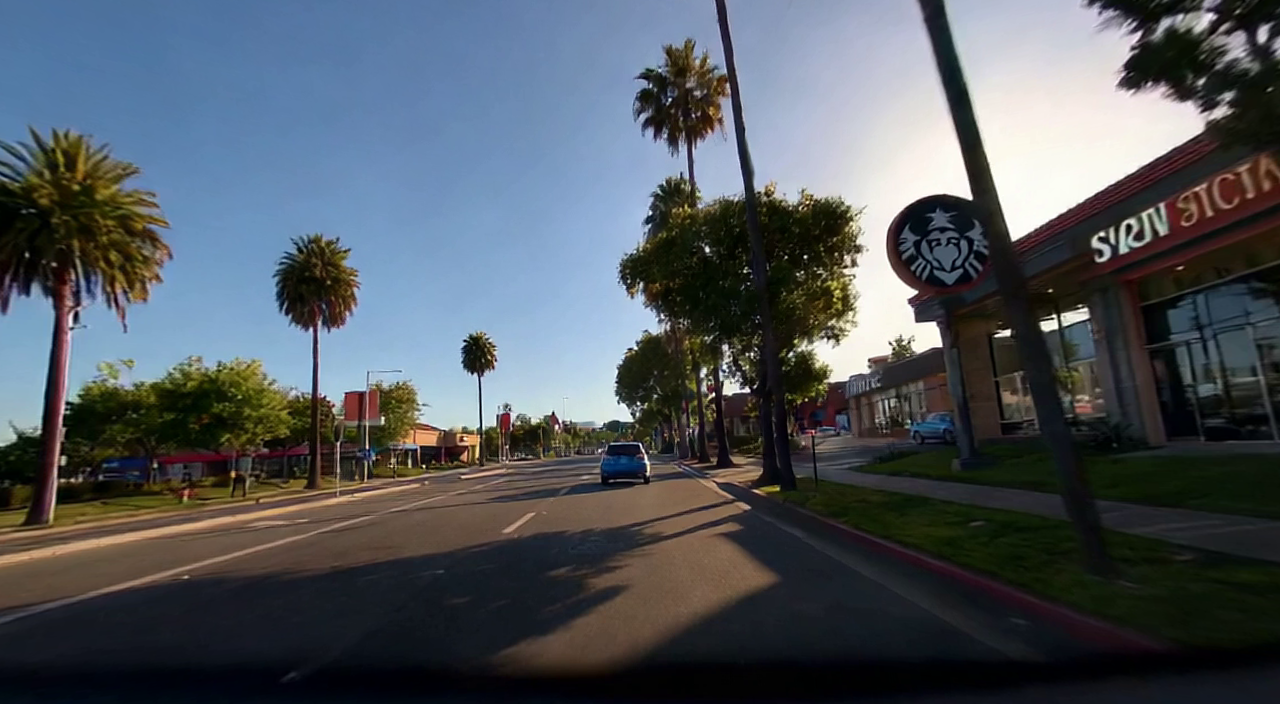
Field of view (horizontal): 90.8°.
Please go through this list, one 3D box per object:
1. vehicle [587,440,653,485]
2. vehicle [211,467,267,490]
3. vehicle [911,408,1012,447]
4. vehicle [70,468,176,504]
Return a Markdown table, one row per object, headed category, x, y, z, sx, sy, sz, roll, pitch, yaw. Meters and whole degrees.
| category | x | y | z | sx | sy | sz | roll | pitch | yaw |
| --- | --- | --- | --- | --- | --- | --- | --- | --- | --- |
| vehicle | -0.688 | 3.959 | 23.009 | 2.156 | 1.462 | 4.495 | 0 | -8 | -1 |
| vehicle | -30.632 | 9.620 | 48.380 | 1.791 | 1.511 | 4.030 | 0 | -8 | -4 |
| vehicle | 13.346 | 3.233 | 26.542 | 1.827 | 1.497 | 4.468 | 0 | -8 | -1 |
| vehicle | -30.247 | 7.822 | 37.206 | 2.092 | 1.719 | 4.868 | 0 | -8 | 0 |
